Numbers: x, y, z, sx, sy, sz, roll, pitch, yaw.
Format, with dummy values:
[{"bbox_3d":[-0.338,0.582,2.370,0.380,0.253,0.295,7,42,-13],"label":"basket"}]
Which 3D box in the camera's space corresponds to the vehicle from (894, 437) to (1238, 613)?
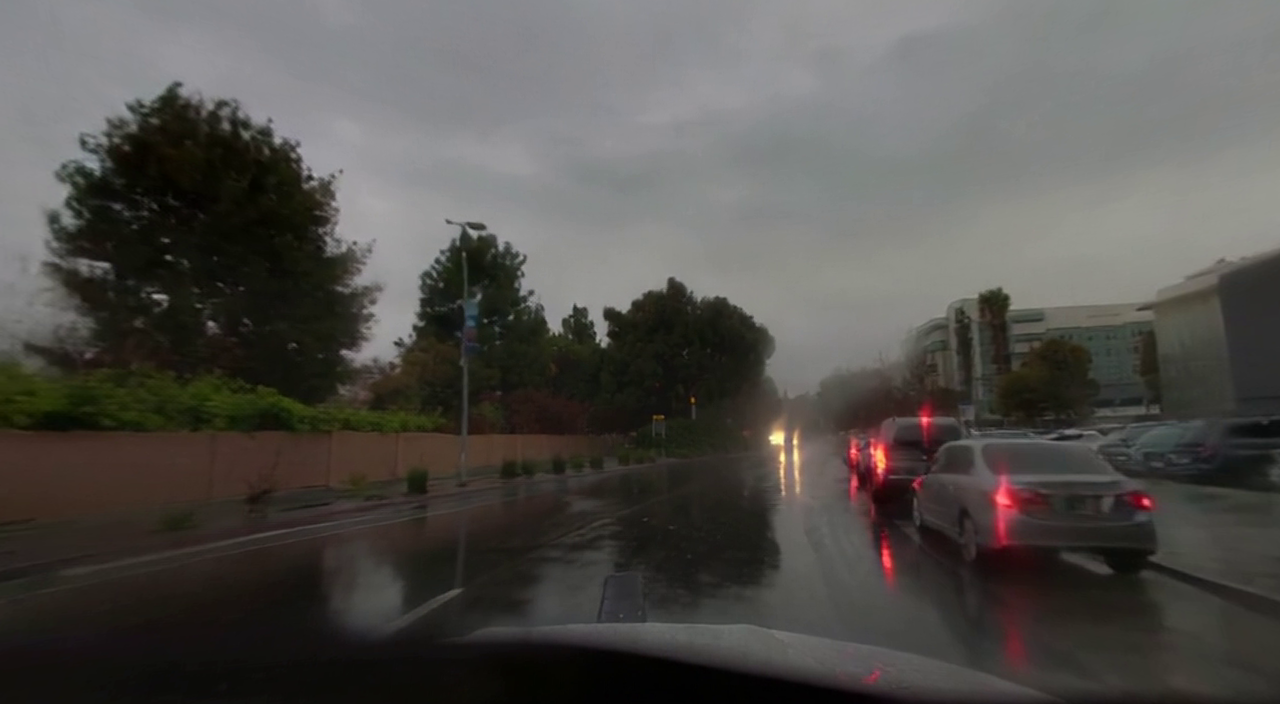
[{"bbox_3d":[4.558,1.808,7.797,1.887,1.439,4.687,-2,-9,13],"label":"vehicle"}]
